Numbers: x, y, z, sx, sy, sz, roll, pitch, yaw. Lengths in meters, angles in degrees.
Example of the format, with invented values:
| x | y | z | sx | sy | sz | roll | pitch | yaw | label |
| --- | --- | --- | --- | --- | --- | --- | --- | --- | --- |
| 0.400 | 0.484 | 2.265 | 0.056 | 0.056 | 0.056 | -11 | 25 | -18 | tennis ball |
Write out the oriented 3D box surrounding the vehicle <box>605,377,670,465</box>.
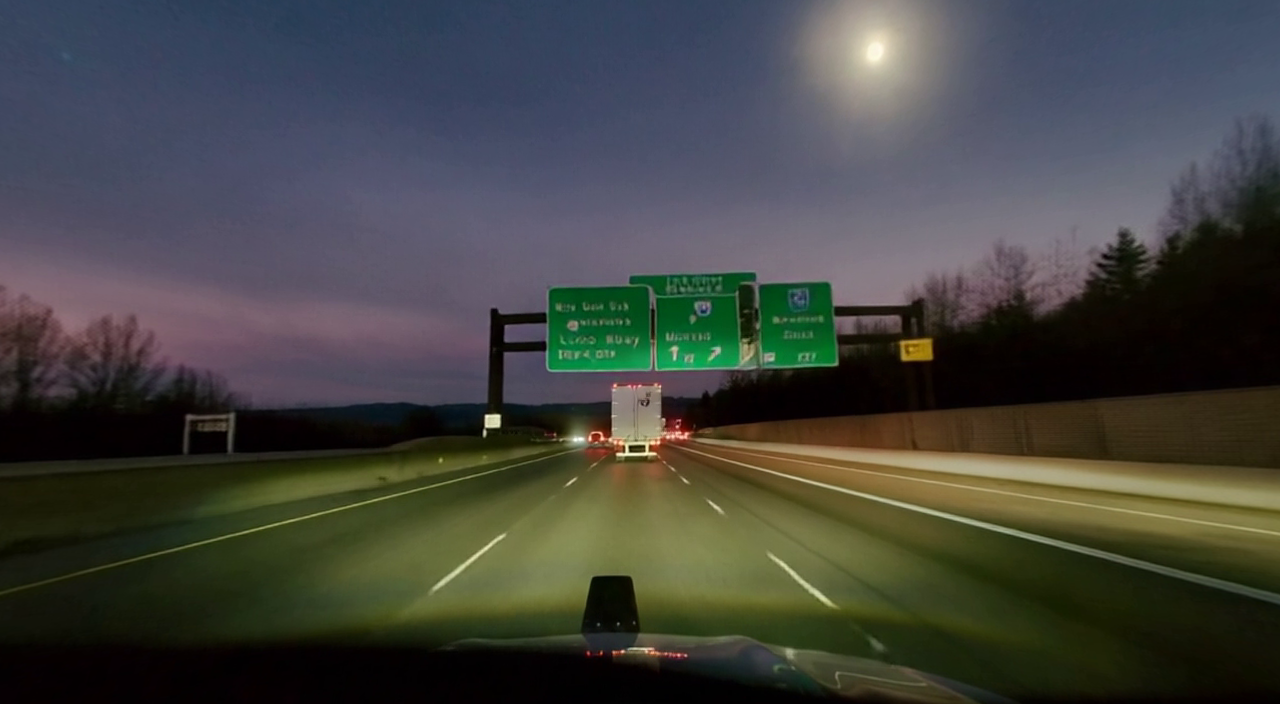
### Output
| x | y | z | sx | sy | sz | roll | pitch | yaw | label |
| --- | --- | --- | --- | --- | --- | --- | --- | --- | --- |
| -0.230 | 4.259 | 37.086 | 2.965 | 3.972 | 16.689 | 0 | -8 | -1 | vehicle |
